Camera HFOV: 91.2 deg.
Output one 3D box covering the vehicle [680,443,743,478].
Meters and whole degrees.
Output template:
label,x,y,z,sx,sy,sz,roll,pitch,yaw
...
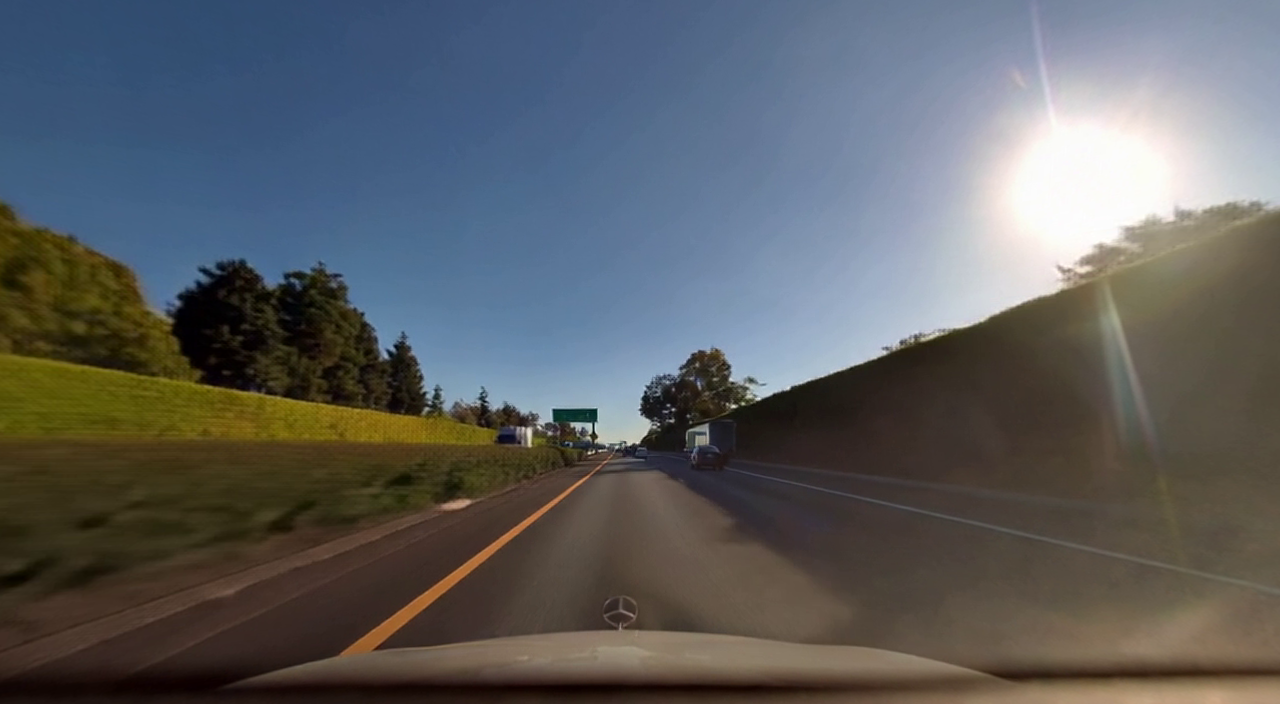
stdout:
label,x,y,z,sx,sy,sz,roll,pitch,yaw
vehicle,3.274,5.080,29.612,2.244,1.498,4.338,0,-9,-3
